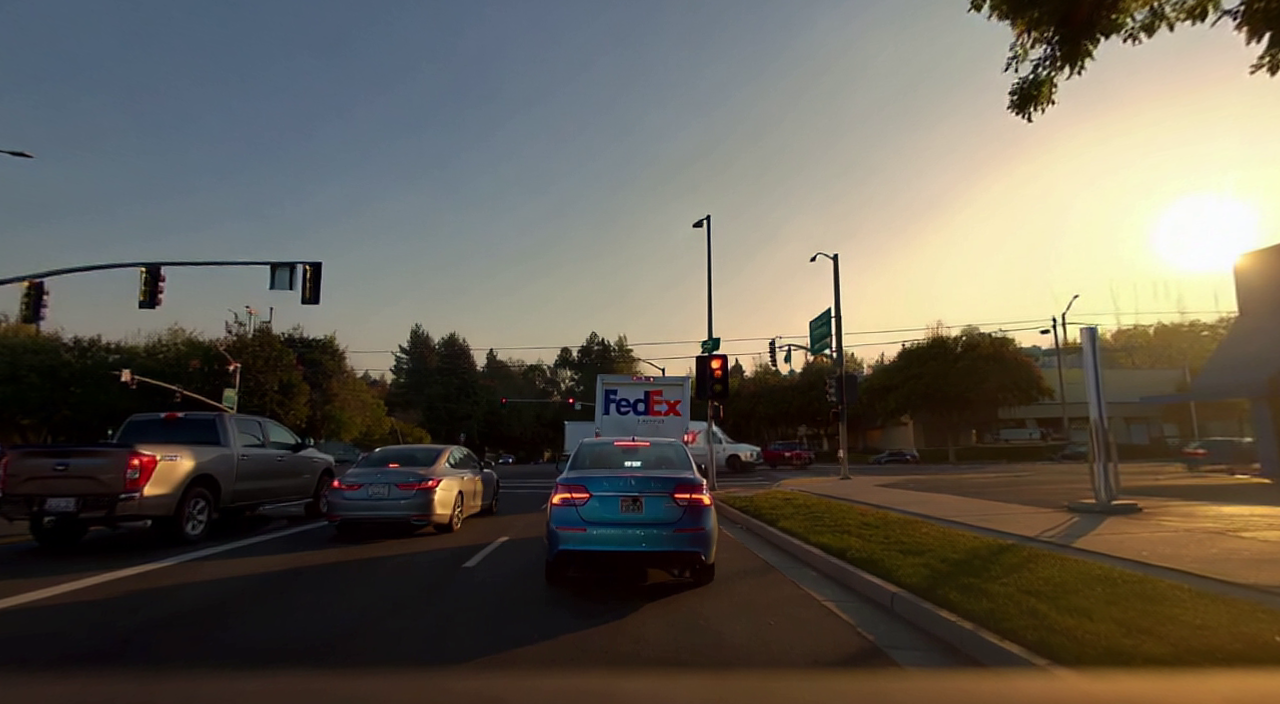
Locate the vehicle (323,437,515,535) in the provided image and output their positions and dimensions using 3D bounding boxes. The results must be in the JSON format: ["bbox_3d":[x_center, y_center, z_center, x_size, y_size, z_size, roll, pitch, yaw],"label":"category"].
[{"bbox_3d":[-3.860,2.398,11.936,1.949,1.487,4.390,0,-9,1],"label":"vehicle"}]

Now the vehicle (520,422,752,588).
[{"bbox_3d":[-0.035,1.746,8.030,2.145,1.513,4.269,0,-9,0],"label":"vehicle"}]

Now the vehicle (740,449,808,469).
[{"bbox_3d":[10.352,8.284,48.646,4.841,1.494,1.829,1,-9,-5],"label":"vehicle"}]

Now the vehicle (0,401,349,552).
[{"bbox_3d":[-7.280,1.981,10.737,2.125,1.893,5.498,0,-9,-2],"label":"vehicle"}]
